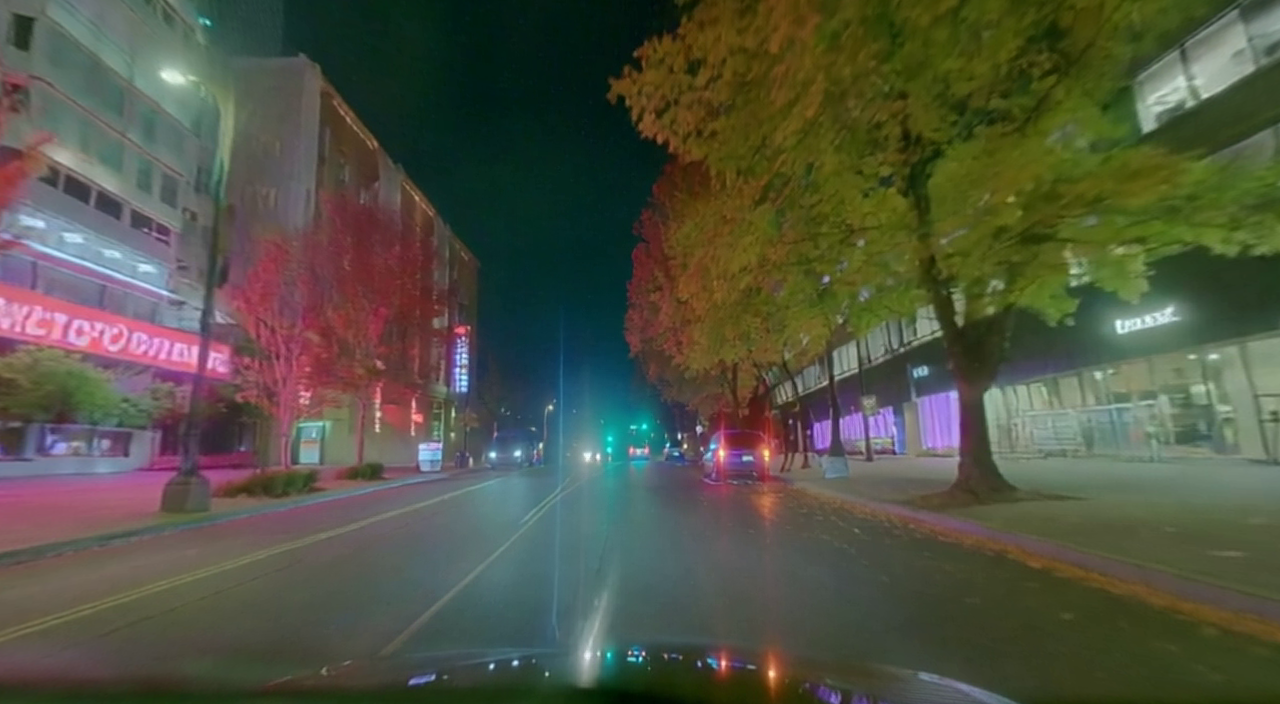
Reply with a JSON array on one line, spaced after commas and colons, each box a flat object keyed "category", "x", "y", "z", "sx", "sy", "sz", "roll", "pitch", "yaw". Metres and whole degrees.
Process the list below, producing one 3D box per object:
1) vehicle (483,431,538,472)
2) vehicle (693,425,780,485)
[{"category": "vehicle", "x": -8.812, "y": 6.789, "z": 43.377, "sx": 2.348, "sy": 2.588, "sz": 5.860, "roll": 0, "pitch": -8, "yaw": 1}, {"category": "vehicle", "x": 3.470, "y": 3.811, "z": 23.772, "sx": 2.357, "sy": 1.986, "sz": 5.136, "roll": 0, "pitch": -8, "yaw": -2}]
